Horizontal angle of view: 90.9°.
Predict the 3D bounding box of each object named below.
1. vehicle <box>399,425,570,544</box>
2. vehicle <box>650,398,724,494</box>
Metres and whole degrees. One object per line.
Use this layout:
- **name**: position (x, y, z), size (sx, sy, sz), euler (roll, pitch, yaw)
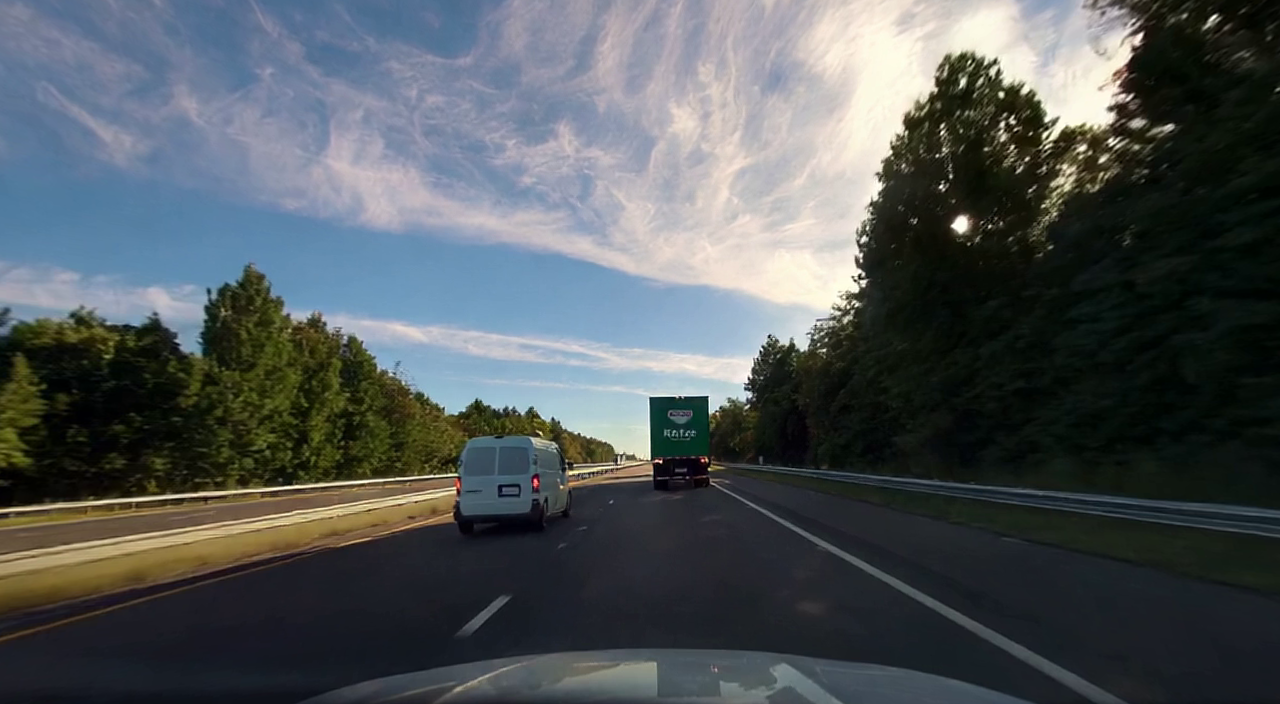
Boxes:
- **vehicle**: position (-2.702, 2.428, 12.116), size (2.105, 1.865, 4.102), euler (0, -9, 2)
- **vehicle**: position (2.056, 4.950, 32.792), size (3.030, 3.985, 12.707), euler (0, -9, 1)
